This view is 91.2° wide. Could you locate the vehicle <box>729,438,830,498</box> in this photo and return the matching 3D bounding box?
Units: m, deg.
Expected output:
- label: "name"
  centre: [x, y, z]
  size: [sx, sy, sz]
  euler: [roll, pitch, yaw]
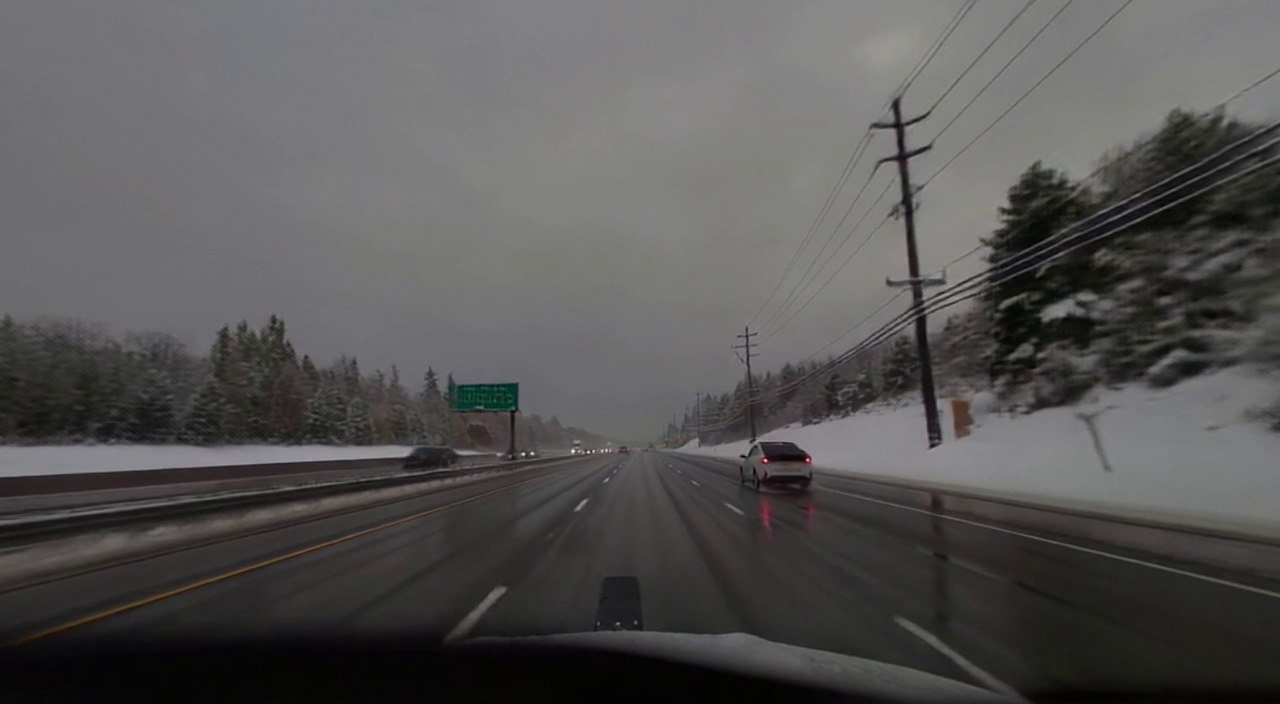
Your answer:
- label: "vehicle"
  centre: [4.036, 3.431, 18.902]
  size: [2.054, 1.565, 4.089]
  euler: [0, -9, -1]
